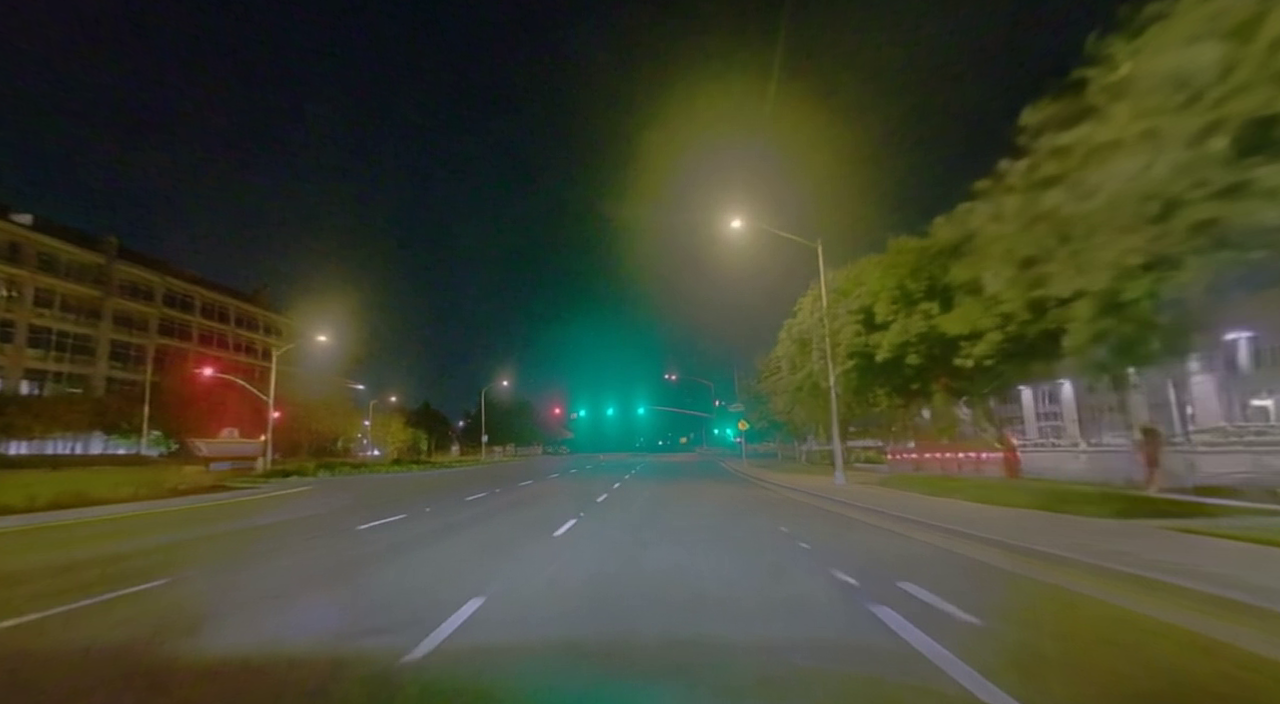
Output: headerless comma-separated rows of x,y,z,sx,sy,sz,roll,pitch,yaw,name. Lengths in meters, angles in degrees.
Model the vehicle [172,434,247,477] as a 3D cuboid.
-26.523,6.358,39.035,2.249,2.488,3.048,-3,-8,9,vehicle
